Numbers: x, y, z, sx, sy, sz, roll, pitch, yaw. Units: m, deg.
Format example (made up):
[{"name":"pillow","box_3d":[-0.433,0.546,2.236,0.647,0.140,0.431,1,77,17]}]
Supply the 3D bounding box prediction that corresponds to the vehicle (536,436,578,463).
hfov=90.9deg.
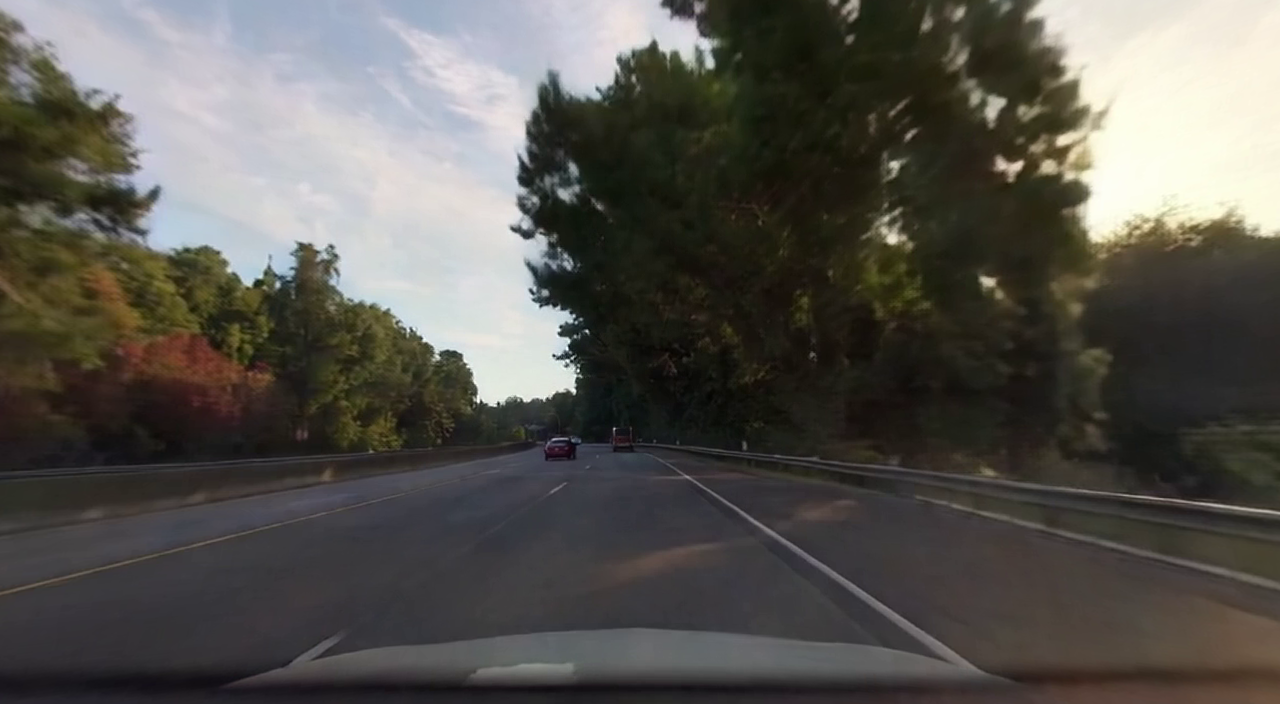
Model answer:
[{"name":"vehicle","box_3d":[-4.598,5.478,35.568,1.907,1.445,4.049,0,-8,-1]}]

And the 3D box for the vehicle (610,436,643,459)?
[{"name":"vehicle","box_3d":[-0.889,6.479,43.057,2.162,1.460,4.242,0,-8,-1]}]
